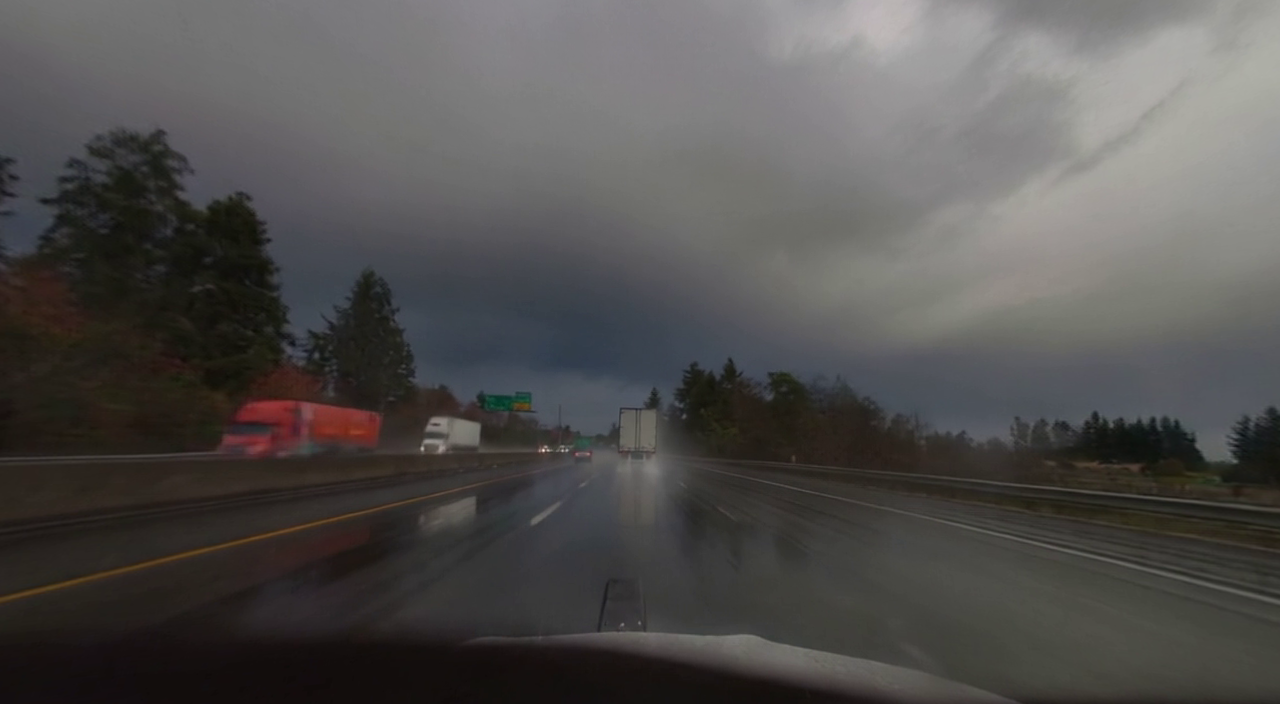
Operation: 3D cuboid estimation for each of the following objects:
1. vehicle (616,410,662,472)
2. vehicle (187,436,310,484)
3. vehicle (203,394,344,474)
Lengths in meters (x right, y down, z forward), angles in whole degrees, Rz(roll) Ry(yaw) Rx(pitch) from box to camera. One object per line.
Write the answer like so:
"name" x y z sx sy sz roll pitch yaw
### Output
"vehicle" -0.204 6.538 45.995 2.962 3.953 10.696 0 -9 -2
"vehicle" -13.309 3.685 21.690 1.995 1.490 3.421 0 -9 0
"vehicle" -17.615 4.085 30.896 3.242 3.506 5.962 0 -9 -1
